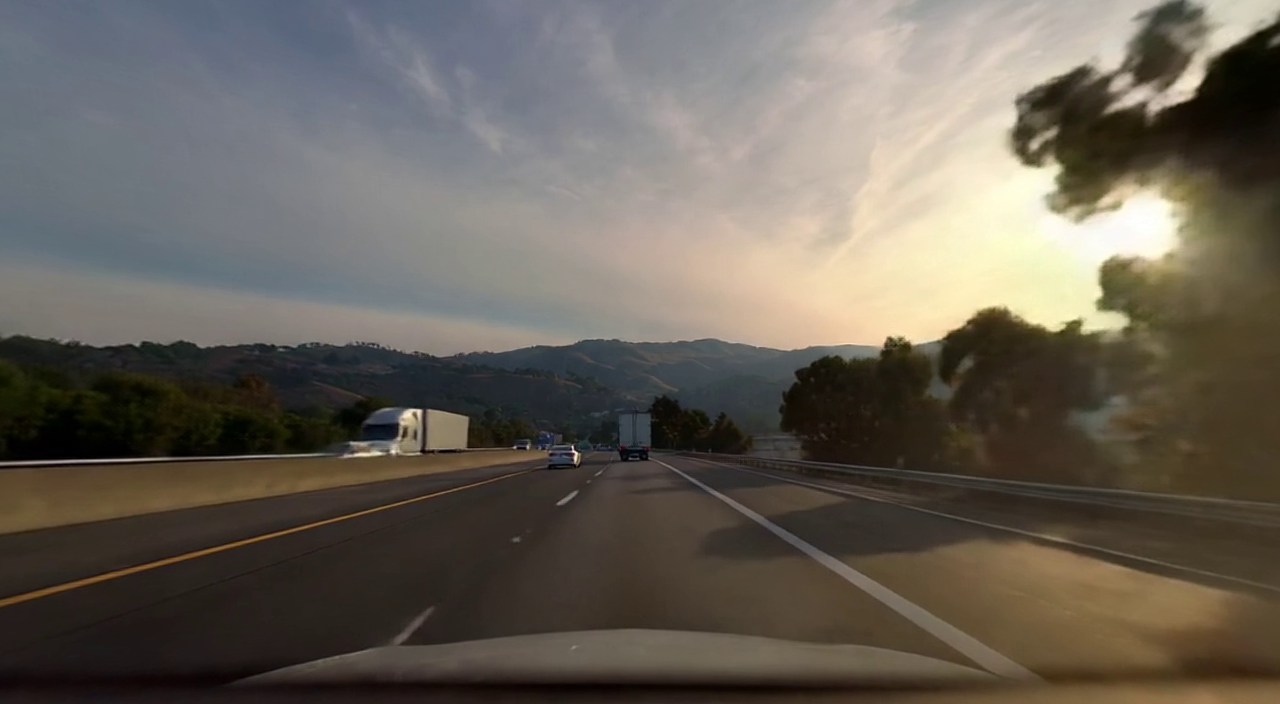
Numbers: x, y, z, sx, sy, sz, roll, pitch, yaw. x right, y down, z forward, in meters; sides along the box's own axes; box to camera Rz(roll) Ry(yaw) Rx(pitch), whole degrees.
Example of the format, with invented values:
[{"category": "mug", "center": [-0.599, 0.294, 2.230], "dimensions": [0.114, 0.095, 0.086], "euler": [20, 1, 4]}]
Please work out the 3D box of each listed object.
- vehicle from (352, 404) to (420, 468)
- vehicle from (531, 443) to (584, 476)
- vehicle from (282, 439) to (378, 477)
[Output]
[{"category": "vehicle", "center": [-17.739, 5.924, 44.033], "dimensions": [3.116, 4.225, 3.440], "euler": [1, -9, -1]}, {"category": "vehicle", "center": [-4.035, 5.344, 31.373], "dimensions": [2.057, 1.519, 4.372], "euler": [0, -9, 0]}, {"category": "vehicle", "center": [-13.199, 4.540, 27.055], "dimensions": [1.864, 1.501, 4.510], "euler": [0, -9, -1]}]
